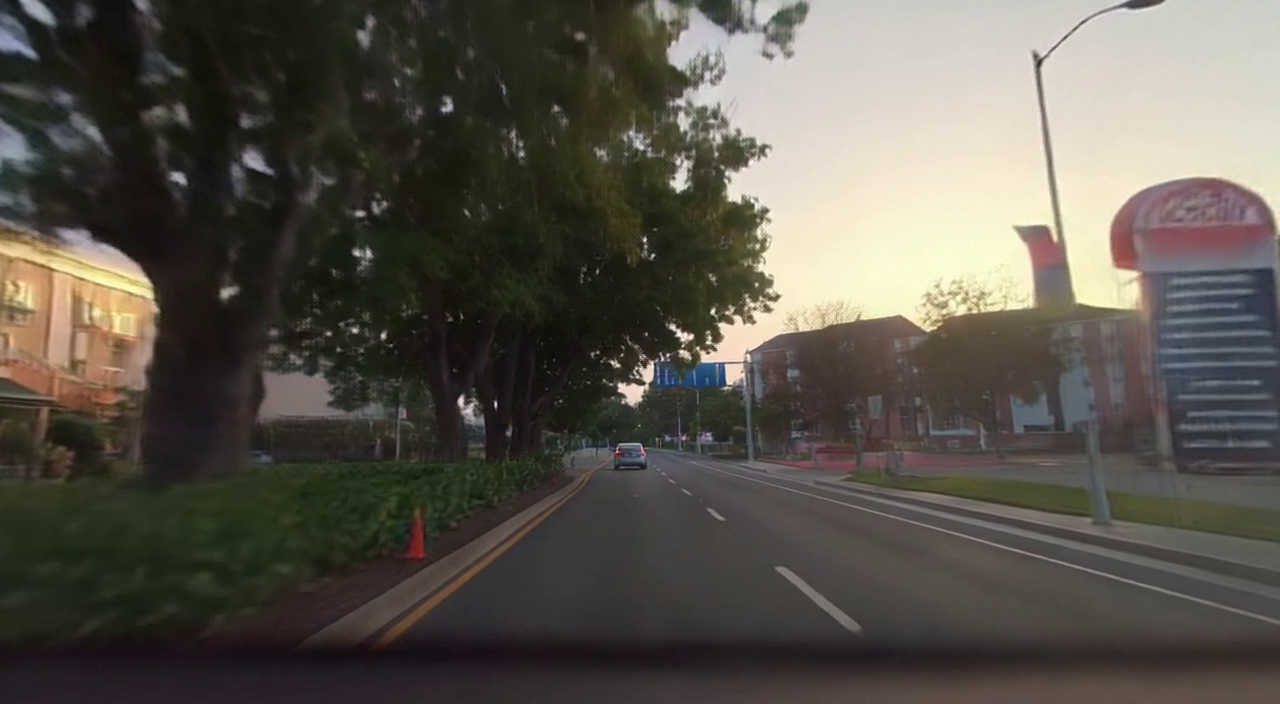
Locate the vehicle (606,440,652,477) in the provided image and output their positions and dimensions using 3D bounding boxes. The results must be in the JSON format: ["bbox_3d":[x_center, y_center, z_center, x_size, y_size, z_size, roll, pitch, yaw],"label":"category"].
[{"bbox_3d":[-0.518,5.592,33.117,2.235,1.719,4.292,2,-9,1],"label":"vehicle"}]
